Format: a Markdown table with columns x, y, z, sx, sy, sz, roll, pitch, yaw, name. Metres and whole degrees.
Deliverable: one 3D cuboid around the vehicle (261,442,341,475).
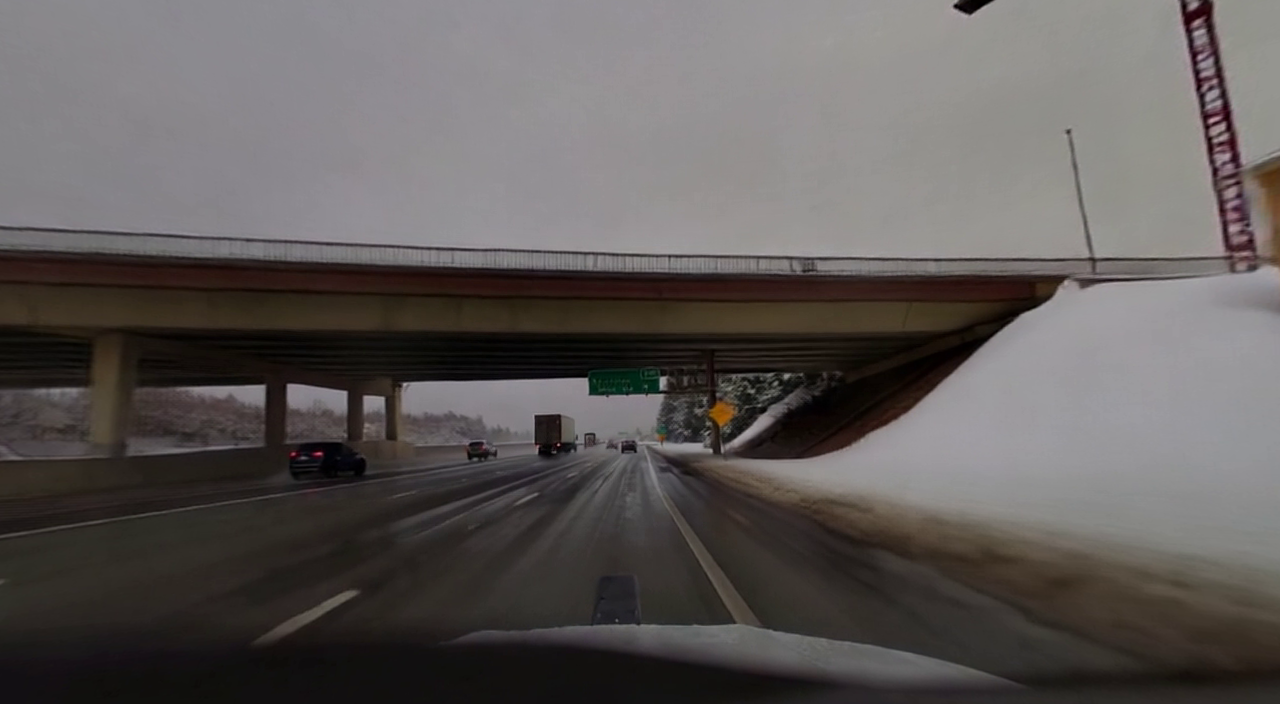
| x | y | z | sx | sy | sz | roll | pitch | yaw | name |
| --- | --- | --- | --- | --- | --- | --- | --- | --- | --- |
| -18.982 | 5.947 | 35.624 | 1.932 | 1.752 | 4.541 | 0 | -8 | 0 | vehicle |
